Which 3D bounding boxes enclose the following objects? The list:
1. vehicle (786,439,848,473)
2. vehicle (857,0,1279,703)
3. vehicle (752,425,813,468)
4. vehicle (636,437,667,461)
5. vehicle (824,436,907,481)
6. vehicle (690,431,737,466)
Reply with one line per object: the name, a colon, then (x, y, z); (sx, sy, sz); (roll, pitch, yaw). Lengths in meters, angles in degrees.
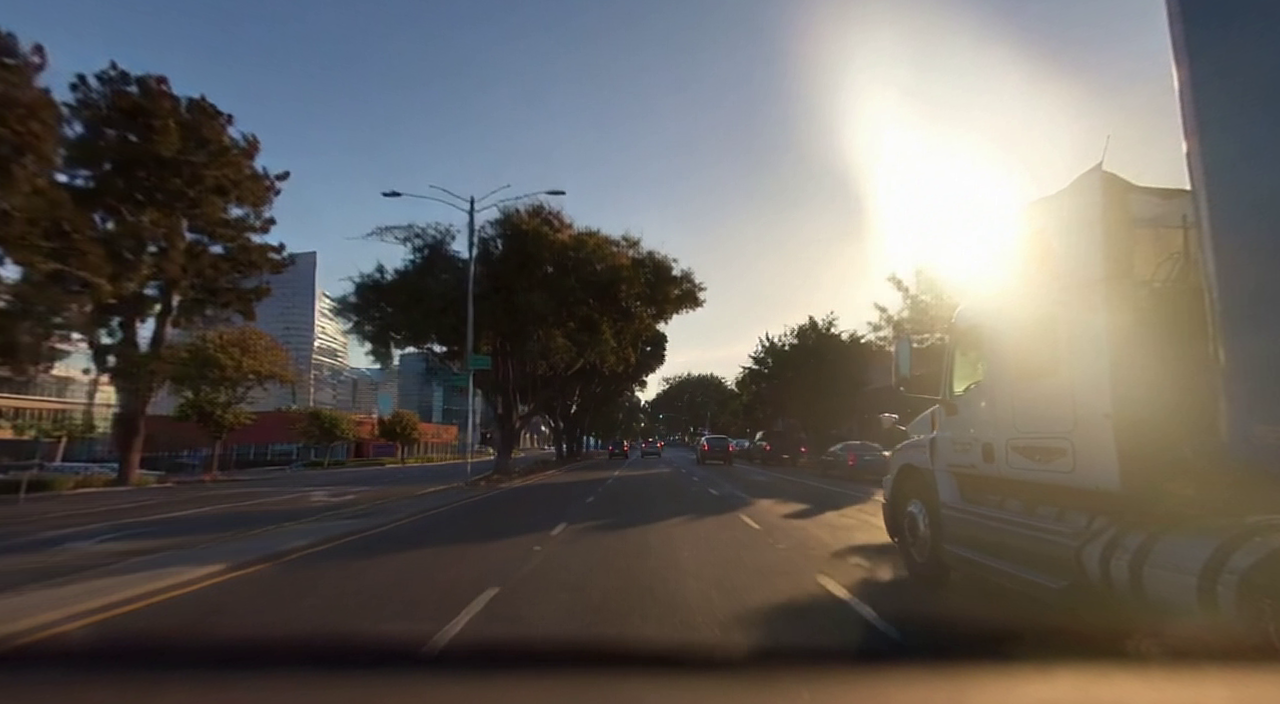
vehicle: (8.269, 4.860, 29.741); (1.733, 1.441, 4.073); (-1, -8, 0)
vehicle: (3.670, -0.295, 2.215); (3.006, 3.679, 8.506); (-1, -8, 2)
vehicle: (8.319, 5.576, 37.228); (2.539, 2.328, 4.769); (-1, -8, 1)
vehicle: (0.938, 7.443, 48.450); (2.276, 1.704, 3.925); (-1, -8, 2)
vehicle: (8.415, 3.971, 23.850); (1.715, 1.529, 3.815); (-1, -8, 0)
vehicle: (4.232, 5.664, 37.129); (2.196, 1.908, 4.412); (-1, -8, 0)
